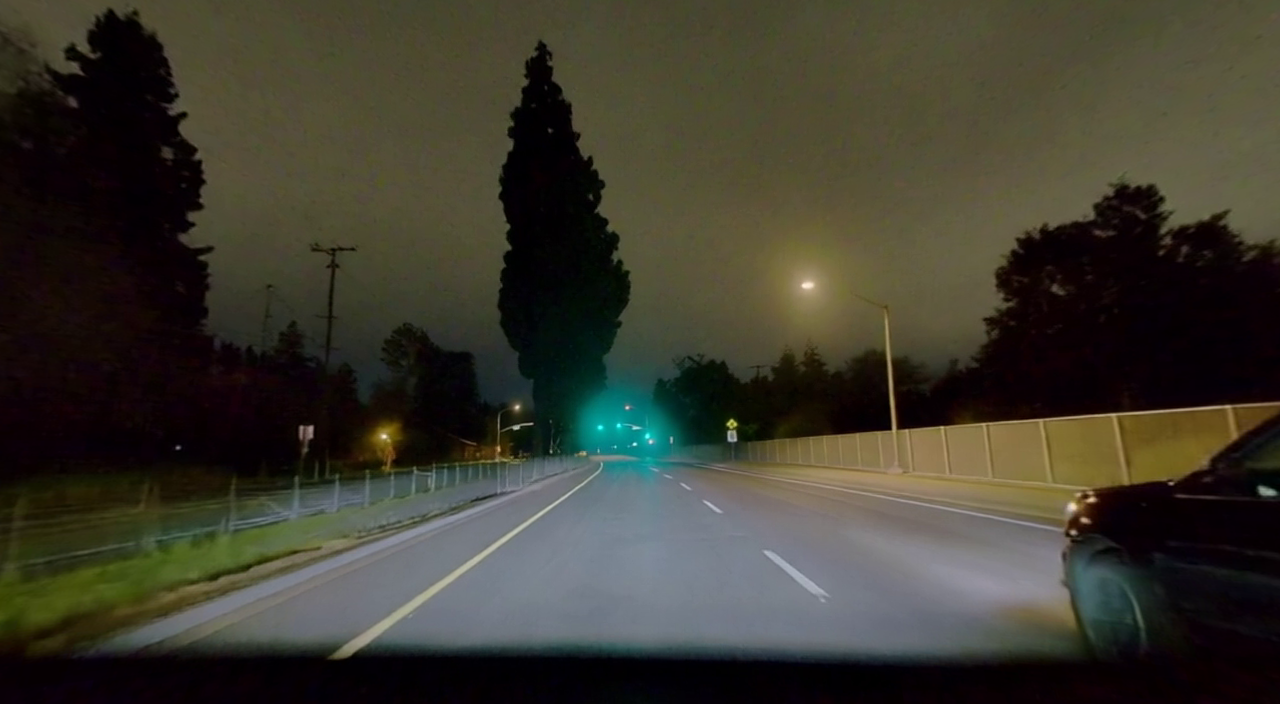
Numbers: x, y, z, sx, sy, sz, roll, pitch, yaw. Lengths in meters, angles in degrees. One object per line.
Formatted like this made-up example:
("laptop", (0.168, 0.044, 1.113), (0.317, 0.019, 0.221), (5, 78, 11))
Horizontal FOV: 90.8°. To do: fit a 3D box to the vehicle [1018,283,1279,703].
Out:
("vehicle", (3.982, 0.530, 1.406), (2.379, 2.017, 6.089), (0, -8, -2))
